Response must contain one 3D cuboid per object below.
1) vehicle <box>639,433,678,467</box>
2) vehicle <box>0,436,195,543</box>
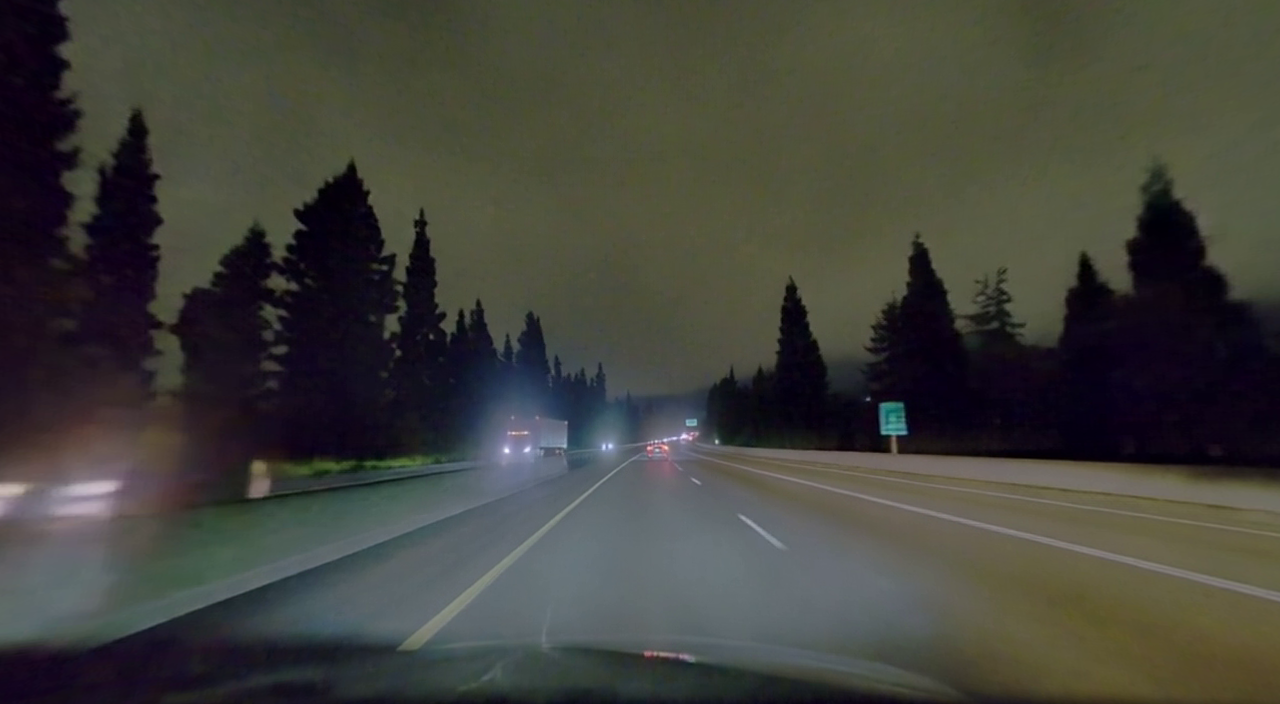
[{"bbox_3d":[1.164,6.097,39.261,2.301,1.944,4.554,0,-8,2],"label":"vehicle"},{"bbox_3d":[-10.127,2.238,10.852,1.850,1.523,4.054,0,-8,1],"label":"vehicle"}]
